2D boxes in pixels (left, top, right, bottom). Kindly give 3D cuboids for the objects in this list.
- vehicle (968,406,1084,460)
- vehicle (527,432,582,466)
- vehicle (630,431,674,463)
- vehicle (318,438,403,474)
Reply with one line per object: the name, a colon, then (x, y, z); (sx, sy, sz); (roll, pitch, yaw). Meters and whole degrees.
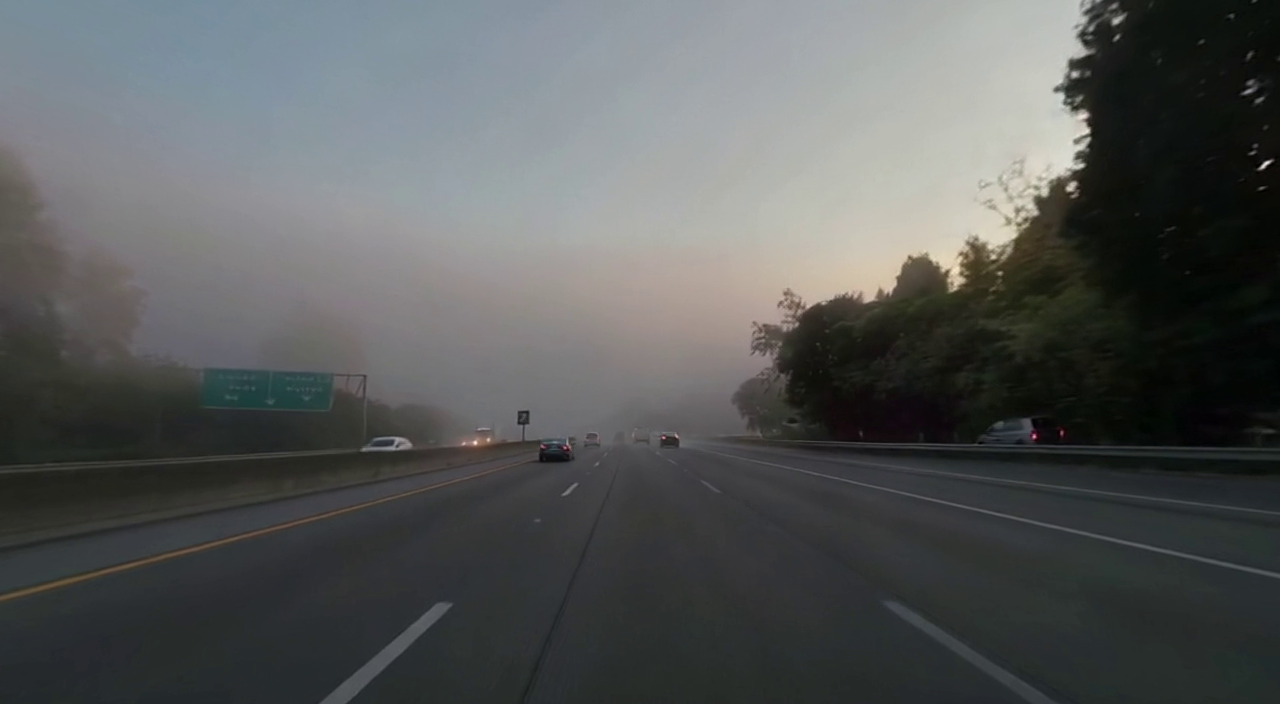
vehicle: (20.045, 4.301, 33.200); (2.232, 2.540, 6.015); (0, -8, -1)
vehicle: (-3.917, 4.519, 29.634); (2.014, 1.471, 4.380); (0, -8, -1)
vehicle: (0.543, 4.828, 32.192); (2.086, 1.554, 3.875); (0, -8, -2)
vehicle: (-12.453, 4.627, 28.467); (1.859, 1.484, 4.453); (0, -8, -1)
